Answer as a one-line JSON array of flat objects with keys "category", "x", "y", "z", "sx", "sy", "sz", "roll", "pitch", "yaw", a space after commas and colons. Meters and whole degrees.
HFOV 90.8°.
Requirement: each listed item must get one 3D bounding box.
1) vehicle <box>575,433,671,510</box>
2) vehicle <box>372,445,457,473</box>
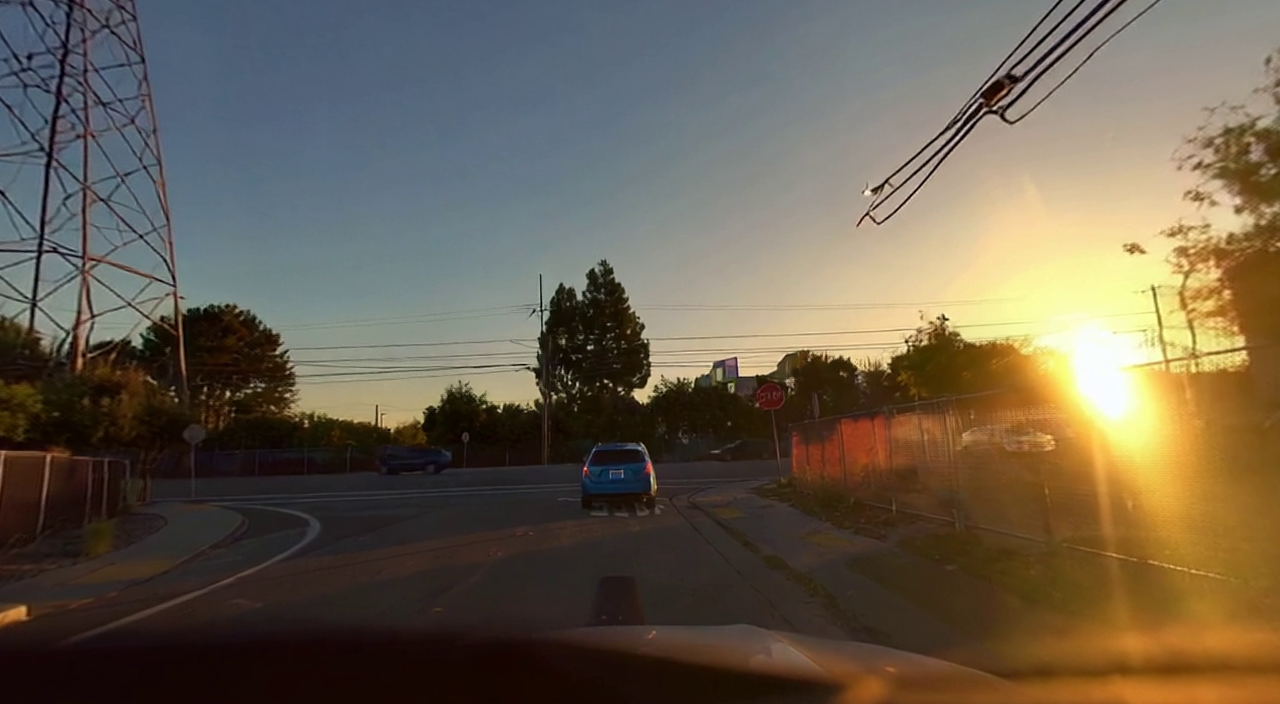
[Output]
[{"category": "vehicle", "x": -0.504, "y": 2.986, "z": 16.311, "sx": 2.137, "sy": 1.698, "sz": 4.166, "roll": 0, "pitch": -8, "yaw": -4}, {"category": "vehicle", "x": -13.975, "y": 6.645, "z": 39.353, "sx": 4.667, "sy": 1.614, "sz": 1.820, "roll": 1, "pitch": -8, "yaw": -8}]
